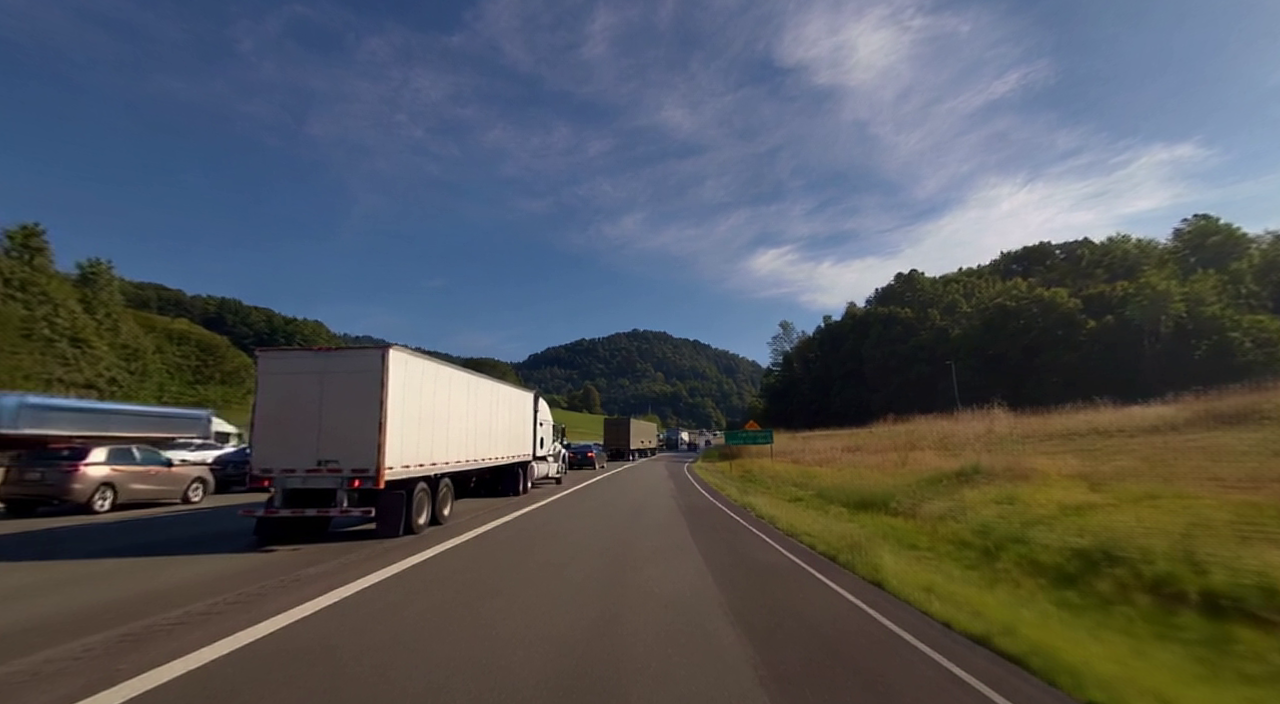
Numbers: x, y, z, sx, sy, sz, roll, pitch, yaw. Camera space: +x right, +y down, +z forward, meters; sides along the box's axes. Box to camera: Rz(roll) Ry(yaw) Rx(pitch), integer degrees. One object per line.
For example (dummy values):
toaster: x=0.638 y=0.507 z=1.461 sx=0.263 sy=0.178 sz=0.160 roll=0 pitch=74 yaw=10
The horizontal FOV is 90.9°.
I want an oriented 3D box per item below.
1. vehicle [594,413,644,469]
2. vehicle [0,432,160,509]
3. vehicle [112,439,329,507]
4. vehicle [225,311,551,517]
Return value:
vehicle: x=-1.315 y=6.365 z=44.502 sx=2.968 sy=3.439 sz=10.174 roll=0 pitch=-9 yaw=1
vehicle: x=-14.723 y=2.873 z=15.588 sx=1.943 sy=1.662 sz=4.283 roll=-1 pitch=-9 yaw=7
vehicle: x=-10.617 y=3.099 z=16.558 sx=1.925 sy=1.493 sz=4.864 roll=-1 pitch=-9 yaw=8
vehicle: x=-5.998 y=2.305 z=19.655 sx=2.848 sy=4.067 sz=14.314 roll=-1 pitch=-9 yaw=6
